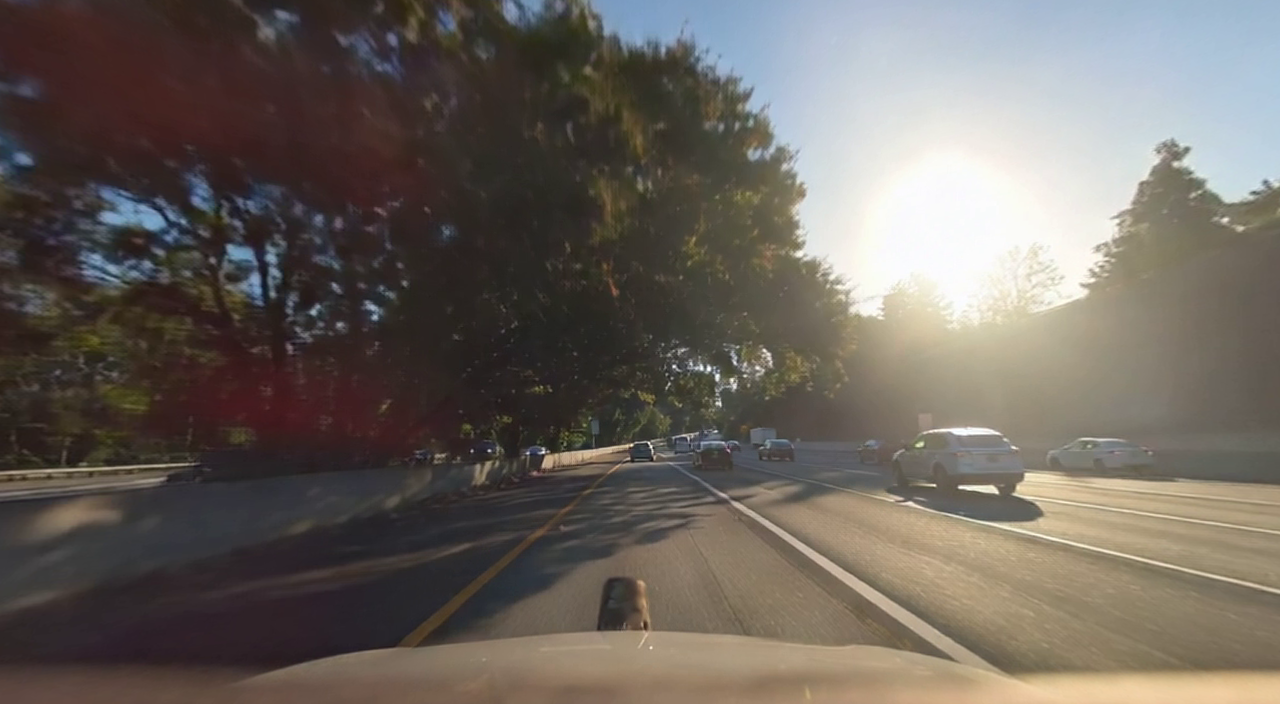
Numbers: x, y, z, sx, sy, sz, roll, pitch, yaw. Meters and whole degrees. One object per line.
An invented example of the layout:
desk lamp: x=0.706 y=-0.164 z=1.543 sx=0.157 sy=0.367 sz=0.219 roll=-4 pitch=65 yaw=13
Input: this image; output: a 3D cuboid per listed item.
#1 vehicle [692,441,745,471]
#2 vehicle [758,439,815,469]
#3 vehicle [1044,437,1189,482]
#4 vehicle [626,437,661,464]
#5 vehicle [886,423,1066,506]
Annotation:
vehicle: x=3.962 y=5.328 z=32.674 sx=2.118 sy=1.438 sz=4.312 roll=0 pitch=-8 yaw=-1
vehicle: x=7.727 y=5.401 z=33.628 sx=1.919 sy=1.476 sz=4.303 roll=0 pitch=-8 yaw=-1
vehicle: x=17.163 y=3.873 z=23.062 sx=1.908 sy=1.468 sz=4.457 roll=0 pitch=-8 yaw=2
vehicle: x=0.233 y=6.374 z=40.795 sx=2.124 sy=1.639 sz=4.122 roll=0 pitch=-8 yaw=0
vehicle: x=7.842 y=2.652 z=15.308 sx=1.986 sy=1.703 sz=4.226 roll=0 pitch=-8 yaw=0
